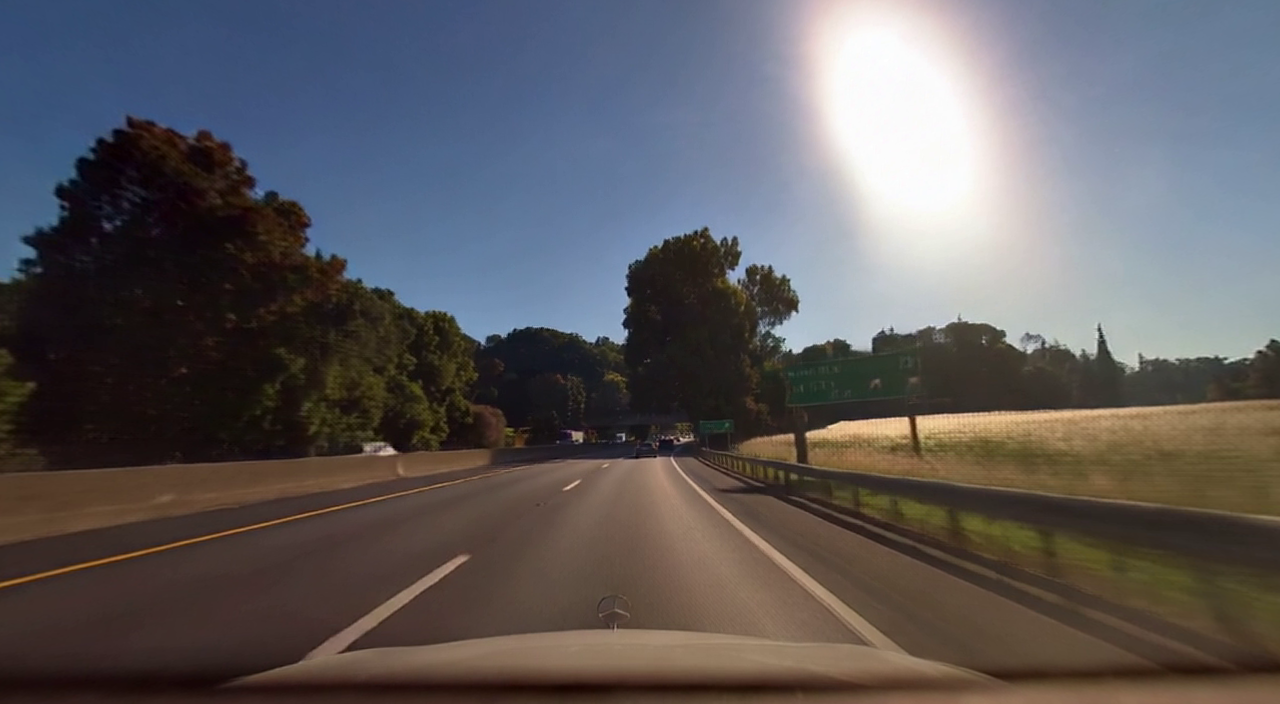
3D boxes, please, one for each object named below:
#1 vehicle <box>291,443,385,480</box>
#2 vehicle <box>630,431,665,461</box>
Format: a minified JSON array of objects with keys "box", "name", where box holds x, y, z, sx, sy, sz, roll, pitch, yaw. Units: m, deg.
[{"box":[-13.632,4.941,28.747,1.937,1.531,4.451,-1,-8,2],"name":"vehicle"},{"box":[0.497,6.260,41.899,2.188,1.825,4.282,-1,-8,1],"name":"vehicle"}]
